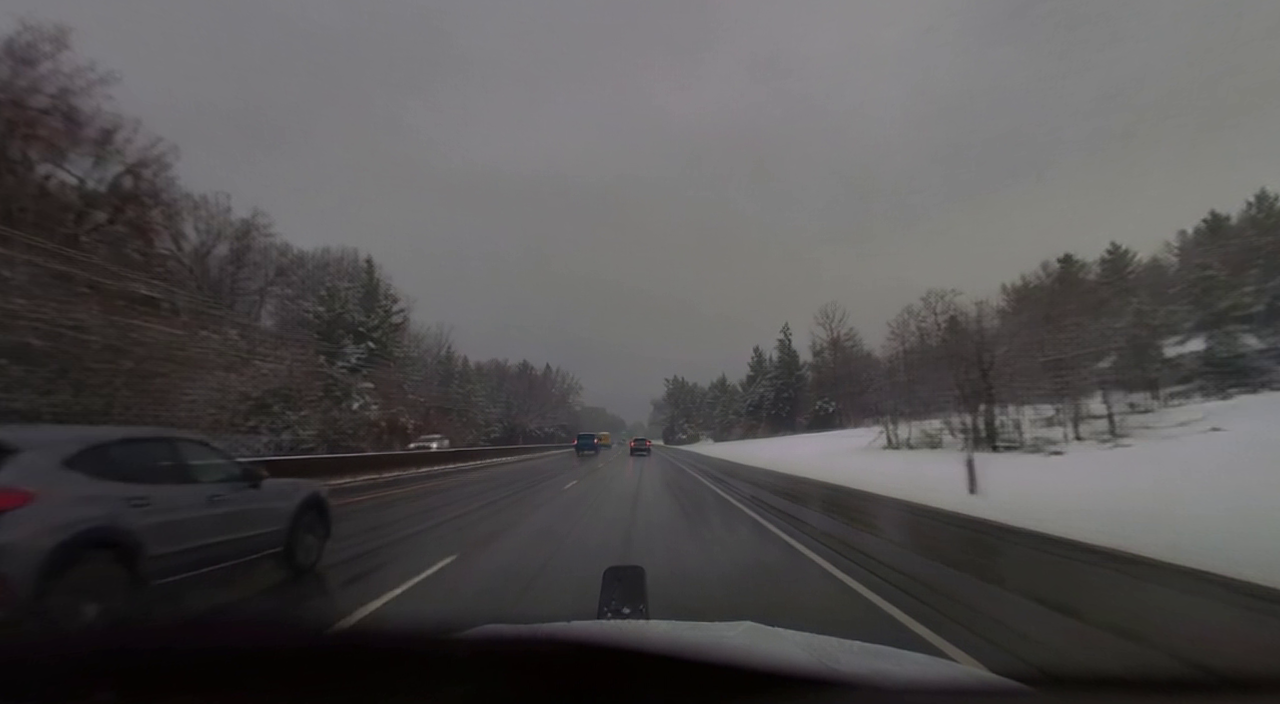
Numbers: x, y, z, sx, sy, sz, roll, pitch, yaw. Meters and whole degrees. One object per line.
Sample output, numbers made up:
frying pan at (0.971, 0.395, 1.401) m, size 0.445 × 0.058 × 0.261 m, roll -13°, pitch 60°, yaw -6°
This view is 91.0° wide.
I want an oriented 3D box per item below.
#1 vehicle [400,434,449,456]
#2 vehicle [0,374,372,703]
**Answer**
vehicle at (-15.990, 6.925, 46.814) m, size 1.932 × 1.560 × 4.669 m, roll 0°, pitch -8°, yaw 1°
vehicle at (-3.896, 1.083, 4.121) m, size 2.190 × 1.571 × 4.643 m, roll 0°, pitch -8°, yaw 1°
